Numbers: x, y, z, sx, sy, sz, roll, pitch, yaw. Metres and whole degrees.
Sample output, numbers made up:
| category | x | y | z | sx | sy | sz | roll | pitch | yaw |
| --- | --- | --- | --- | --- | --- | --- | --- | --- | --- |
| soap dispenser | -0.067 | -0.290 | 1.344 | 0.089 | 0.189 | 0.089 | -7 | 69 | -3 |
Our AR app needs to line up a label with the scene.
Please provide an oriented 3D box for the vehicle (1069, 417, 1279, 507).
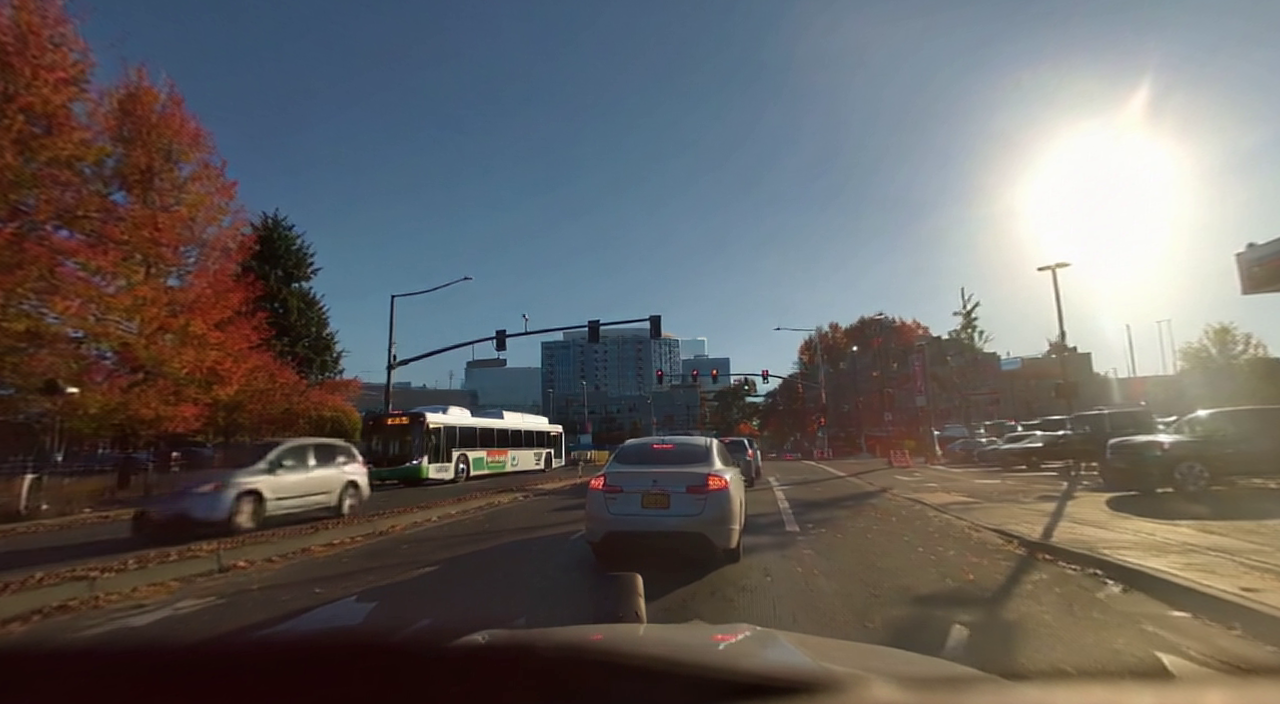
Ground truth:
| category | x | y | z | sx | sy | sz | roll | pitch | yaw |
| --- | --- | --- | --- | --- | --- | --- | --- | --- | --- |
| vehicle | 11.416 | 2.016 | 11.839 | 4.894 | 1.451 | 2.089 | -5 | -10 | 11 |

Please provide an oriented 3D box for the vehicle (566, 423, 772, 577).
| category | x | y | z | sx | sy | sz | roll | pitch | yaw |
| --- | --- | --- | --- | --- | --- | --- | --- | --- | --- |
| vehicle | 0.668 | 1.809 | 8.463 | 2.092 | 1.507 | 4.078 | -2 | -9 | 12 |

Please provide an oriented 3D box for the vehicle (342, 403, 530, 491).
| category | x | y | z | sx | sy | sz | roll | pitch | yaw |
| --- | --- | --- | --- | --- | --- | --- | --- | --- | --- |
| vehicle | -8.652 | 4.427 | 29.101 | 3.189 | 3.205 | 11.526 | -2 | -9 | 10 |

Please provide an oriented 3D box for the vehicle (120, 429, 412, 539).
| category | x | y | z | sx | sy | sz | roll | pitch | yaw |
| --- | --- | --- | --- | --- | --- | --- | --- | --- | --- |
| vehicle | -7.075 | 2.538 | 12.823 | 2.147 | 1.741 | 5.239 | -2 | -9 | 10 |
